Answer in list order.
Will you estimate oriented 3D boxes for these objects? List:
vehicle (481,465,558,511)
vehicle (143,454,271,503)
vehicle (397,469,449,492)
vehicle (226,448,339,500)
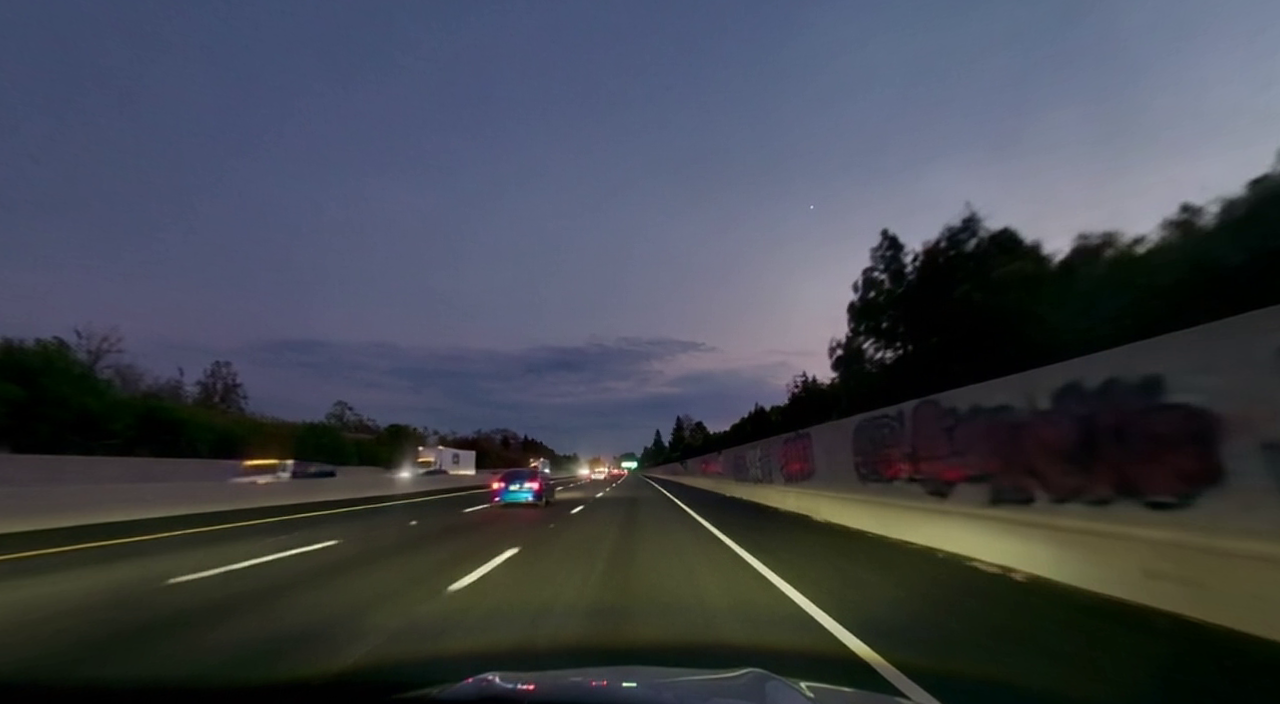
[{"bbox_3d":[-4.145,4.738,22.277,1.941,1.437,3.829,1,-10,0],"label":"vehicle"},{"bbox_3d":[-21.011,6.183,30.987,2.234,2.115,5.503,0,-10,1],"label":"vehicle"},{"bbox_3d":[-15.231,9.015,44.494,1.963,1.476,4.580,1,-10,0],"label":"vehicle"},{"bbox_3d":[-20.941,7.226,37.405,2.639,2.739,6.491,0,-10,2],"label":"vehicle"}]
